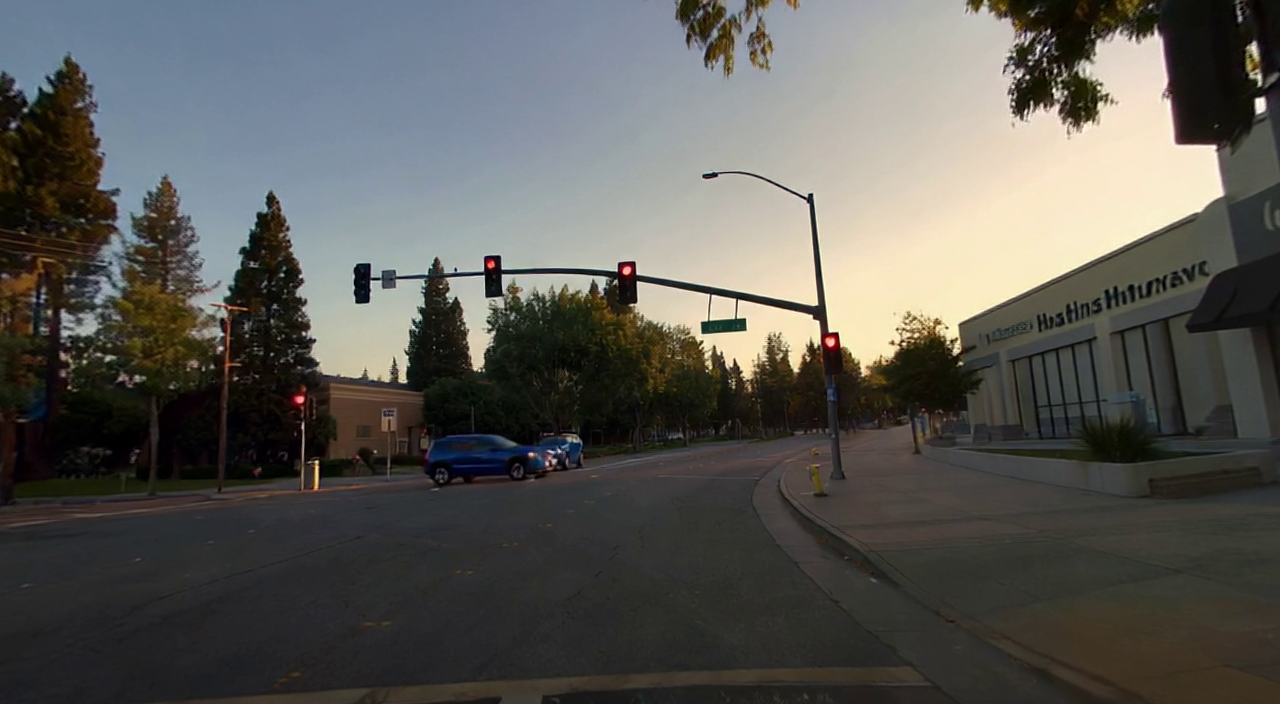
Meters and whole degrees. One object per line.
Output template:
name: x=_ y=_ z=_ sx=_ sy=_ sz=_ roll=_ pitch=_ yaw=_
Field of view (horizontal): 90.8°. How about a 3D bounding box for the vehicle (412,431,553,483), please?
vehicle: x=-5.788 y=3.821 z=23.273 sx=4.715 sy=1.745 sz=2.026 roll=3 pitch=-9 yaw=-23
